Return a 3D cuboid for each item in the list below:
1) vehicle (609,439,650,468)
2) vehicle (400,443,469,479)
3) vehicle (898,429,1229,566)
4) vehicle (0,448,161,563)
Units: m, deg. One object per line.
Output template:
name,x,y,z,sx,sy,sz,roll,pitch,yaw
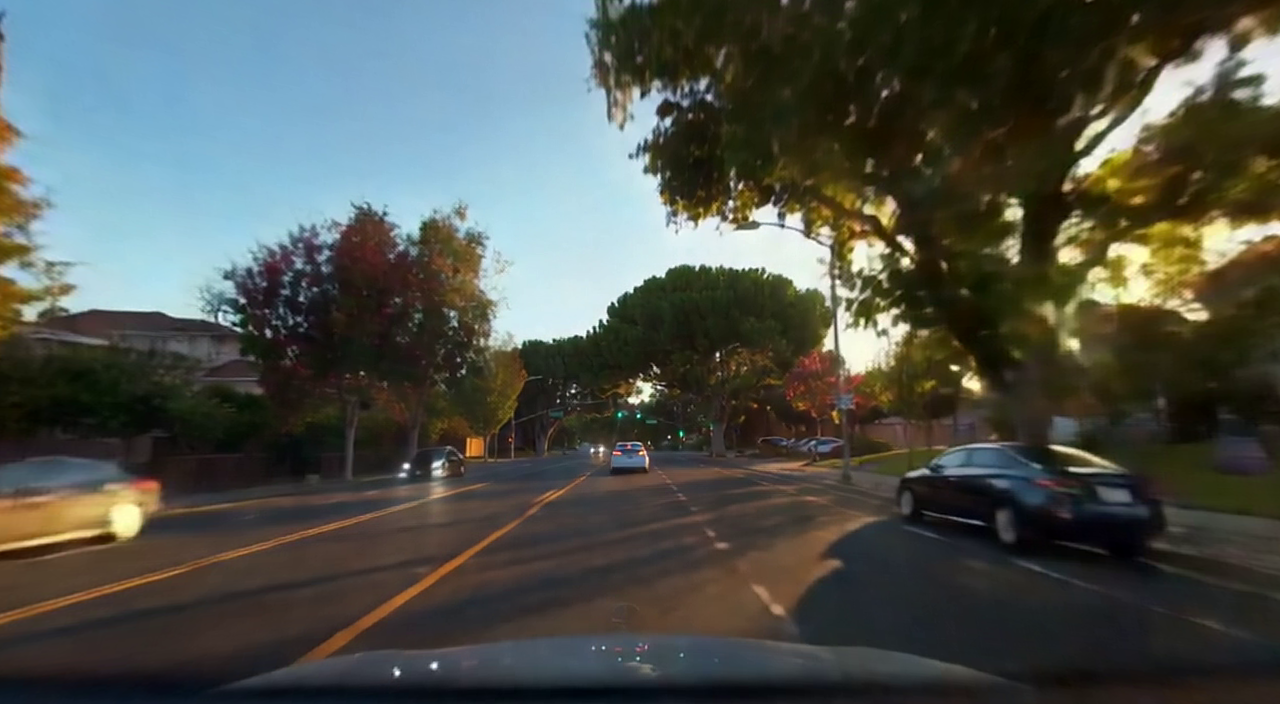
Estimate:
vehicle,-0.585,5.545,34.501,2.104,1.462,3.991,0,-9,-1
vehicle,-9.969,5.316,31.043,1.945,1.629,4.197,0,-9,0
vehicle,5.767,1.999,9.427,1.926,1.555,4.106,0,-9,-3
vehicle,-9.718,2.203,9.289,1.992,1.547,4.292,0,-9,0
